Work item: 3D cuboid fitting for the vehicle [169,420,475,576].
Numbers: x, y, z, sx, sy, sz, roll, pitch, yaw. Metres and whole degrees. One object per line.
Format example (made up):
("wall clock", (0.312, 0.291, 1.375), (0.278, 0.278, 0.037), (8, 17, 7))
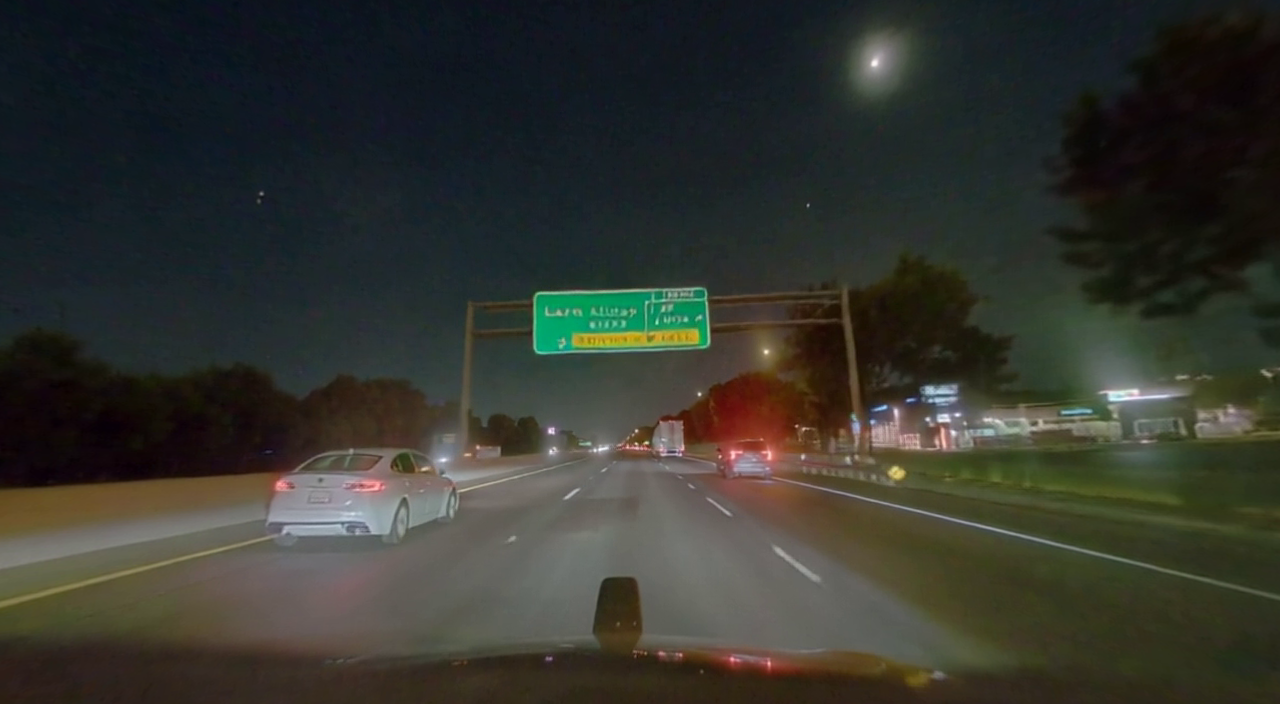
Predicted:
("vehicle", (-3.958, 1.882, 9.057), (1.903, 1.607, 4.770), (0, -8, 0))

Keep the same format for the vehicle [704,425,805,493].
("vehicle", (3.263, 3.164, 19.009), (2.065, 1.760, 4.488), (0, -8, -1))
